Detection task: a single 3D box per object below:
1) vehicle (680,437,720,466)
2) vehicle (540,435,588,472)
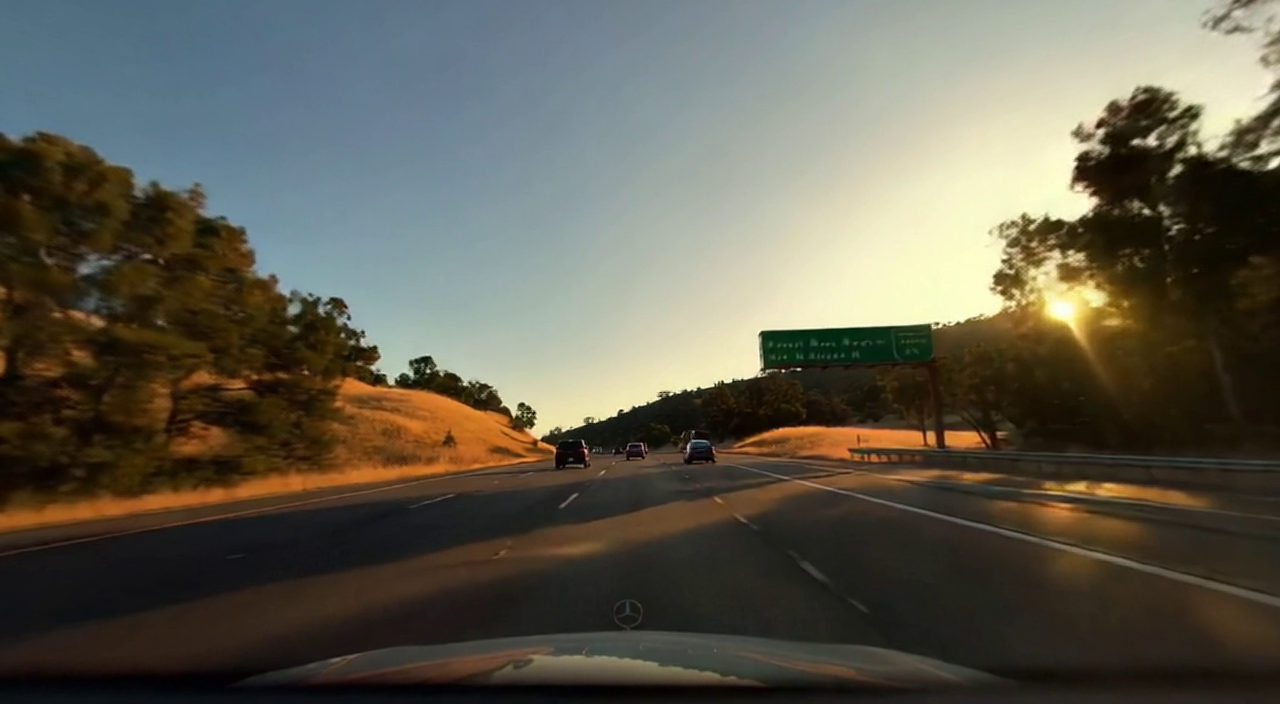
[{"bbox_3d":[3.780,6.327,40.372,1.995,1.712,4.206,0,-8,-2],"label":"vehicle"},{"bbox_3d":[-4.114,5.570,34.878,2.120,1.855,4.619,0,-8,0],"label":"vehicle"}]
